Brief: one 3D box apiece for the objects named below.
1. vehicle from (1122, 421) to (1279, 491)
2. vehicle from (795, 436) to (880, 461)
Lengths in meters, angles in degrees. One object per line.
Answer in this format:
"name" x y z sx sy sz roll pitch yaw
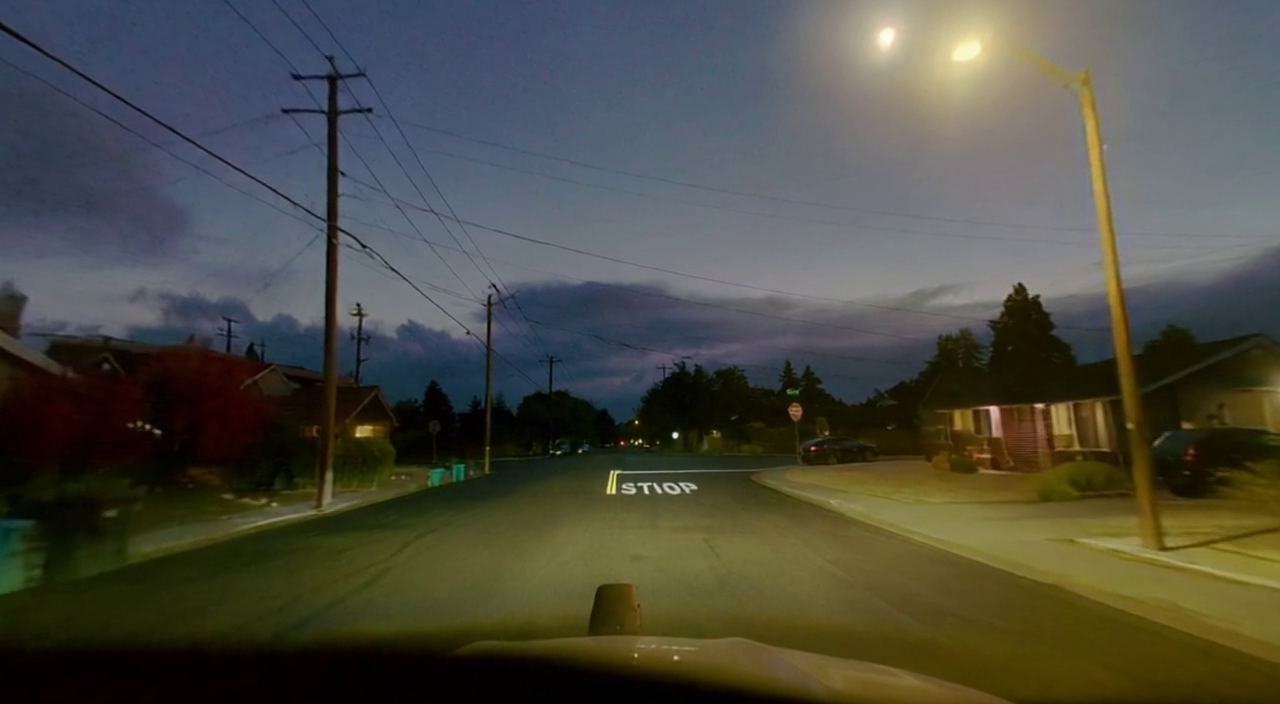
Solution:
"vehicle" 14.515 2.403 14.752 4.737 1.493 2.001 -1 -8 3
"vehicle" 11.912 5.824 38.240 4.452 1.482 2.017 2 -8 -12
